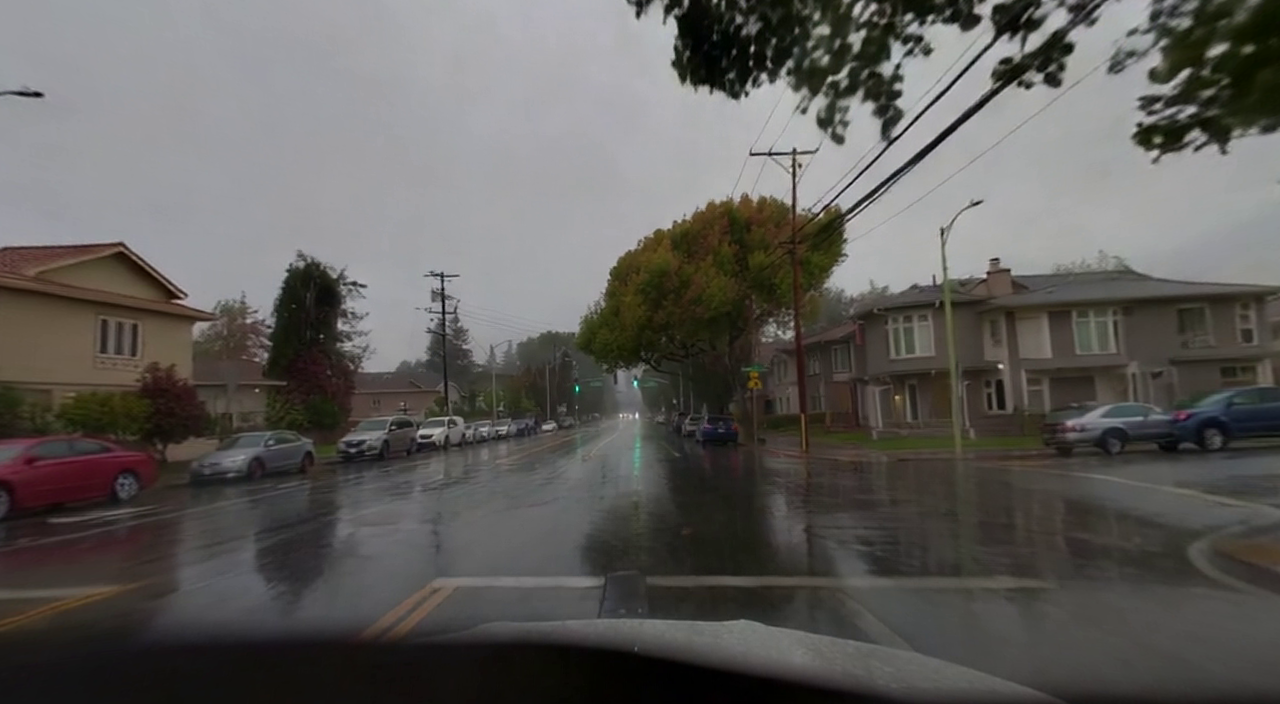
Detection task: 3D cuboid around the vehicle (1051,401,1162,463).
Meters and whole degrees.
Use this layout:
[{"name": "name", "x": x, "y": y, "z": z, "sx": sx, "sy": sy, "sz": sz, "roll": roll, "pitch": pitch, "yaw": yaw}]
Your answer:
[{"name": "vehicle", "x": 13.785, "y": 2.306, "z": 18.566, "sx": 2.122, "sy": 1.474, "sz": 4.313, "roll": -9, "pitch": -8, "yaw": 41}]

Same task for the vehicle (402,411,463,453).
[{"name": "vehicle", "x": -11.349, "y": 4.353, "z": 34.819, "sx": 1.926, "sy": 1.998, "sz": 4.447, "roll": -4, "pitch": -5, "yaw": -2}]

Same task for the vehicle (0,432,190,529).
[{"name": "vehicle", "x": -11.057, "y": 2.259, "z": 11.627, "sx": 1.970, "sy": 1.523, "sz": 4.702, "roll": -1, "pitch": -8, "yaw": 2}]

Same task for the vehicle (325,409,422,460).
[{"name": "vehicle", "x": -11.163, "y": 3.523, "z": 26.895, "sx": 2.056, "sy": 1.980, "sz": 4.763, "roll": 0, "pitch": -8, "yaw": -1}]

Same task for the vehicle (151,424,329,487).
[{"name": "vehicle", "x": -11.126, "y": 2.904, "z": 18.103, "sx": 2.082, "sy": 1.540, "sz": 4.654, "roll": 0, "pitch": -8, "yaw": 0}]

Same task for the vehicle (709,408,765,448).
[{"name": "vehicle", "x": 4.344, "y": 3.531, "z": 28.957, "sx": 1.867, "sy": 1.680, "sz": 4.176, "roll": 0, "pitch": -8, "yaw": 0}]

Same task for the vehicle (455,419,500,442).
[{"name": "vehicle", "x": -11.207, "y": 5.448, "z": 43.736, "sx": 2.051, "sy": 1.520, "sz": 4.374, "roll": 0, "pitch": -8, "yaw": -1}]
